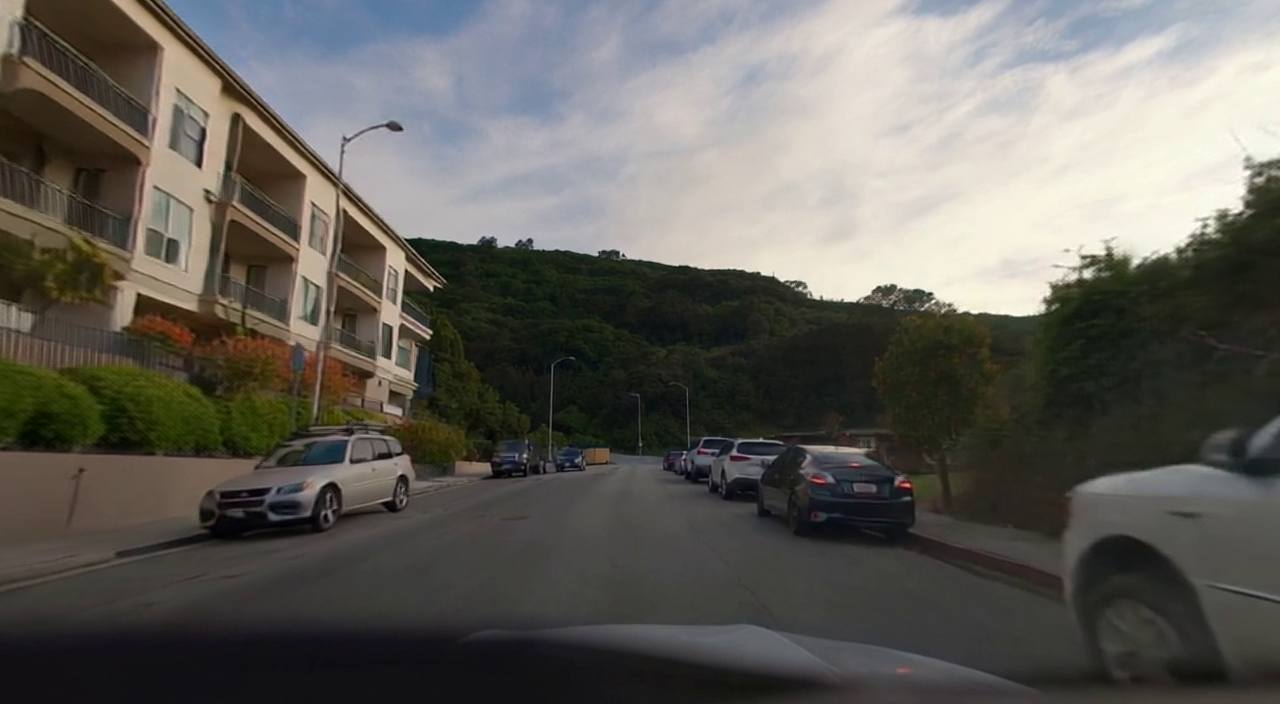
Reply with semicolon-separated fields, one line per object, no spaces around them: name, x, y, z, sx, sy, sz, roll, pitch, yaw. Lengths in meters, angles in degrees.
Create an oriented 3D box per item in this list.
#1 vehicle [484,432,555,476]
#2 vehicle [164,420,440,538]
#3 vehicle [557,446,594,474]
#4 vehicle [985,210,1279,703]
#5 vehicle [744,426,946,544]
vehicle;-6.454;5.696;34.542;2.692;1.949;5.948;0;-13;0
vehicle;-6.220;2.413;12.758;2.374;1.843;5.638;0;-8;1
vehicle;-3.570;6.141;35.485;1.856;1.474;4.522;1;-11;-4
vehicle;3.482;0.465;1.218;2.482;2.184;5.383;0;-8;-1
vehicle;3.199;2.170;10.950;1.926;1.602;4.433;0;-8;-1
